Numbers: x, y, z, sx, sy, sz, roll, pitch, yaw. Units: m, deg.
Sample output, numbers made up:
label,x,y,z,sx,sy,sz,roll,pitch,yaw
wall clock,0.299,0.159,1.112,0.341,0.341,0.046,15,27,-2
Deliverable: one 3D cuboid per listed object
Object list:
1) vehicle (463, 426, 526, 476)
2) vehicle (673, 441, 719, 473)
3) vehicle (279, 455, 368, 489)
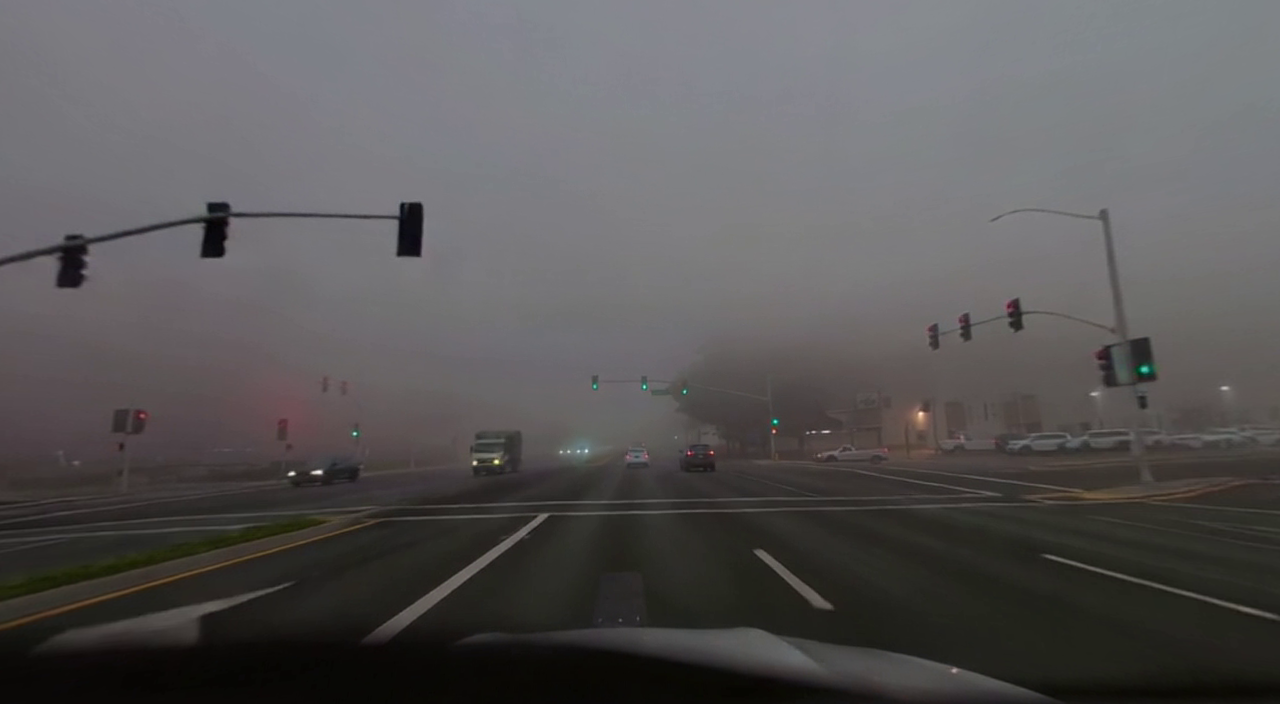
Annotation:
label,x,y,z,sx,sy,sz,roll,pitch,yaw
vehicle,-8.715,6.031,38.603,2.327,2.780,6.498,0,-9,0
vehicle,3.100,5.926,35.891,2.022,1.643,4.326,0,-9,-2
vehicle,-15.488,5.867,31.259,2.086,1.483,4.418,0,-9,0
